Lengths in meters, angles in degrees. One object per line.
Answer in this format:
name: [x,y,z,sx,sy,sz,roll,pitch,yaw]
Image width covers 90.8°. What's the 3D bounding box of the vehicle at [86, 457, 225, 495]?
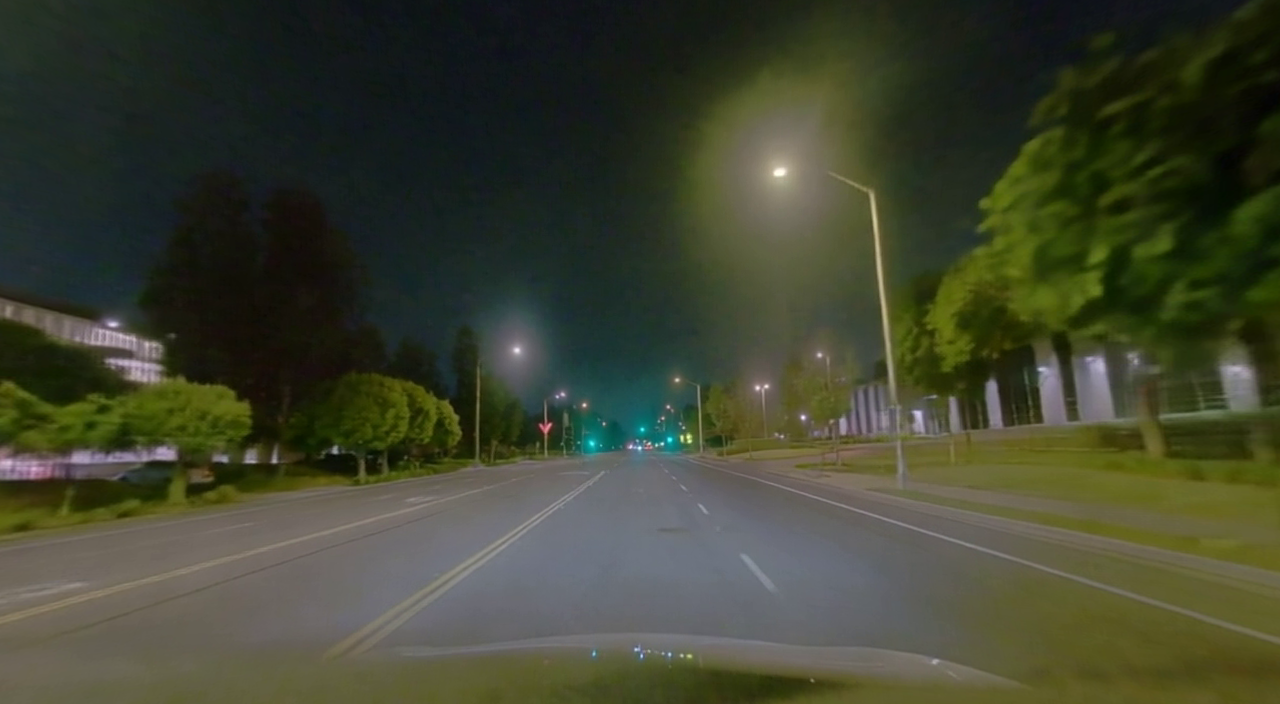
vehicle: [-21.662,5.501,28.407,1.859,1.461,4.646,-9,-12,44]
